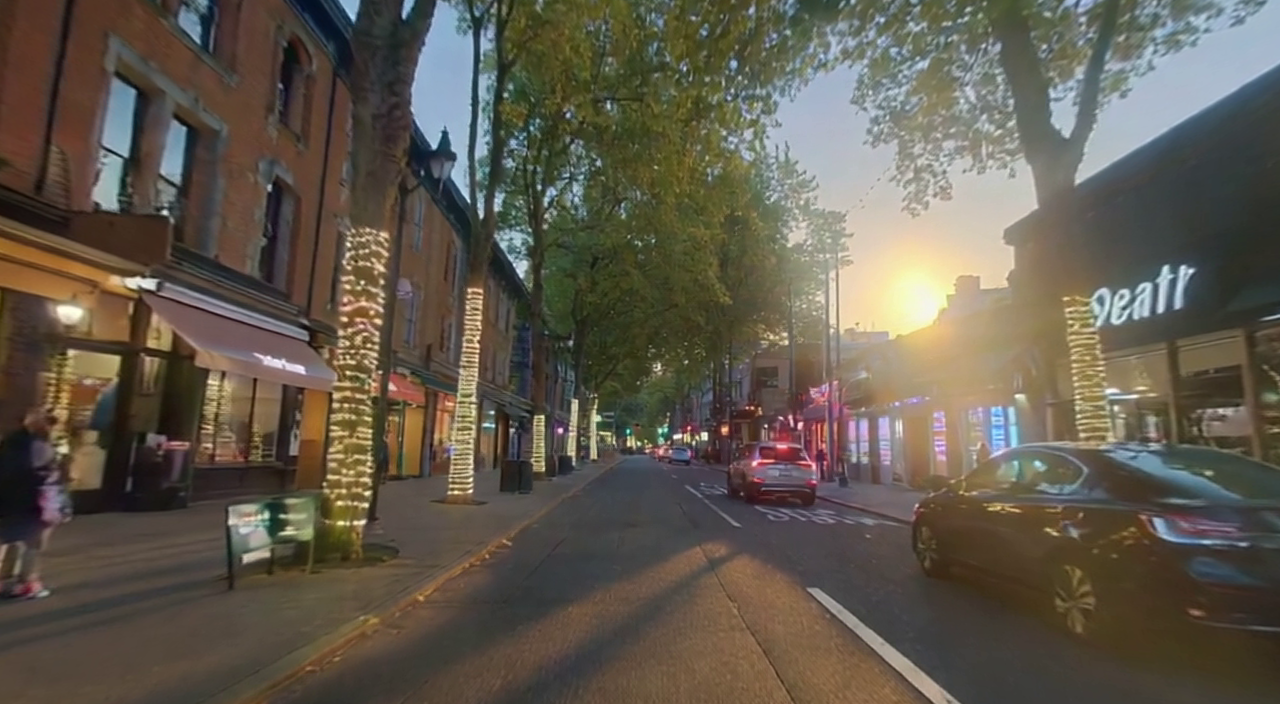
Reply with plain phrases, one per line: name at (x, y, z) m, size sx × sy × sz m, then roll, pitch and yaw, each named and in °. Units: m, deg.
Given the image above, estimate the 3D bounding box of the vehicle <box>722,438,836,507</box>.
vehicle at (3.480, 3.103, 16.750) m, size 1.971 × 1.559 × 4.326 m, roll 0°, pitch -8°, yaw -1°

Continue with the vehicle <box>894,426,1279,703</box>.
vehicle at (4.048, 1.422, 5.237) m, size 1.977 × 1.478 × 4.458 m, roll 0°, pitch -8°, yaw -1°
